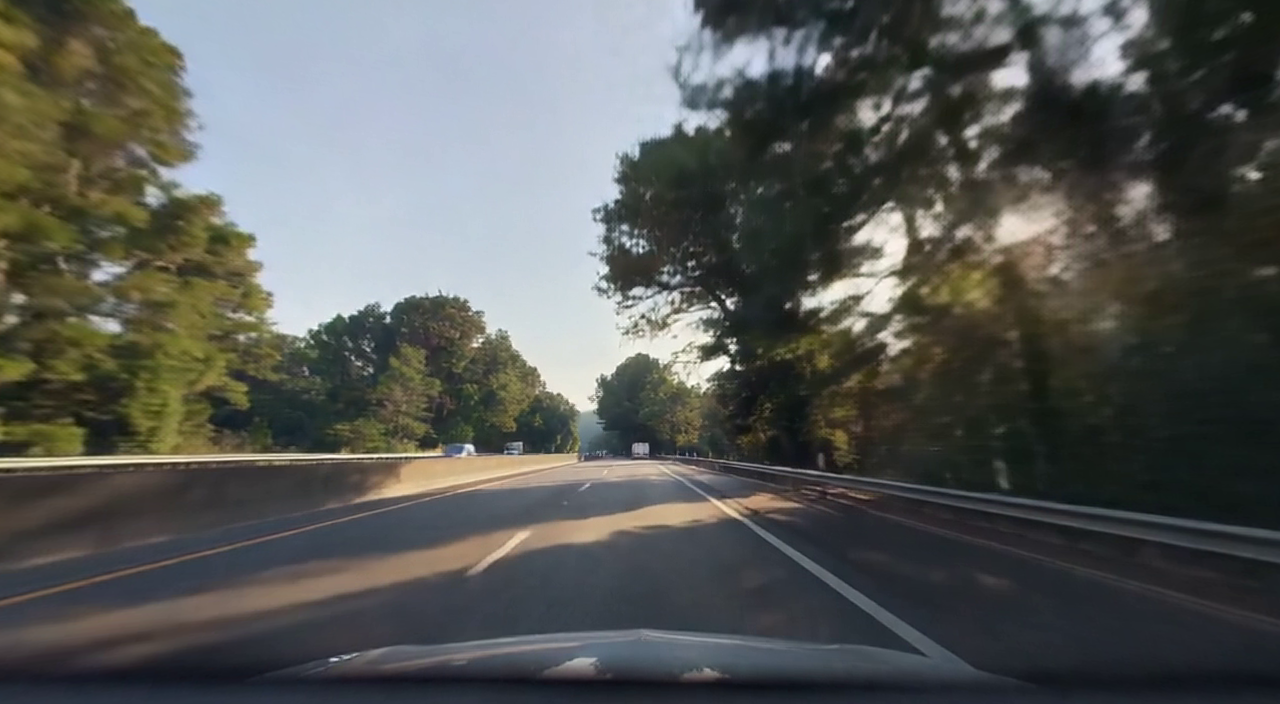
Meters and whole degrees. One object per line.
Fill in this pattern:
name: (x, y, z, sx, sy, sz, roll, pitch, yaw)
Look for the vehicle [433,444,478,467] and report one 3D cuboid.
vehicle: (-12.425, 7.013, 42.724, 1.822, 1.474, 4.238, 0, -9, 0)
